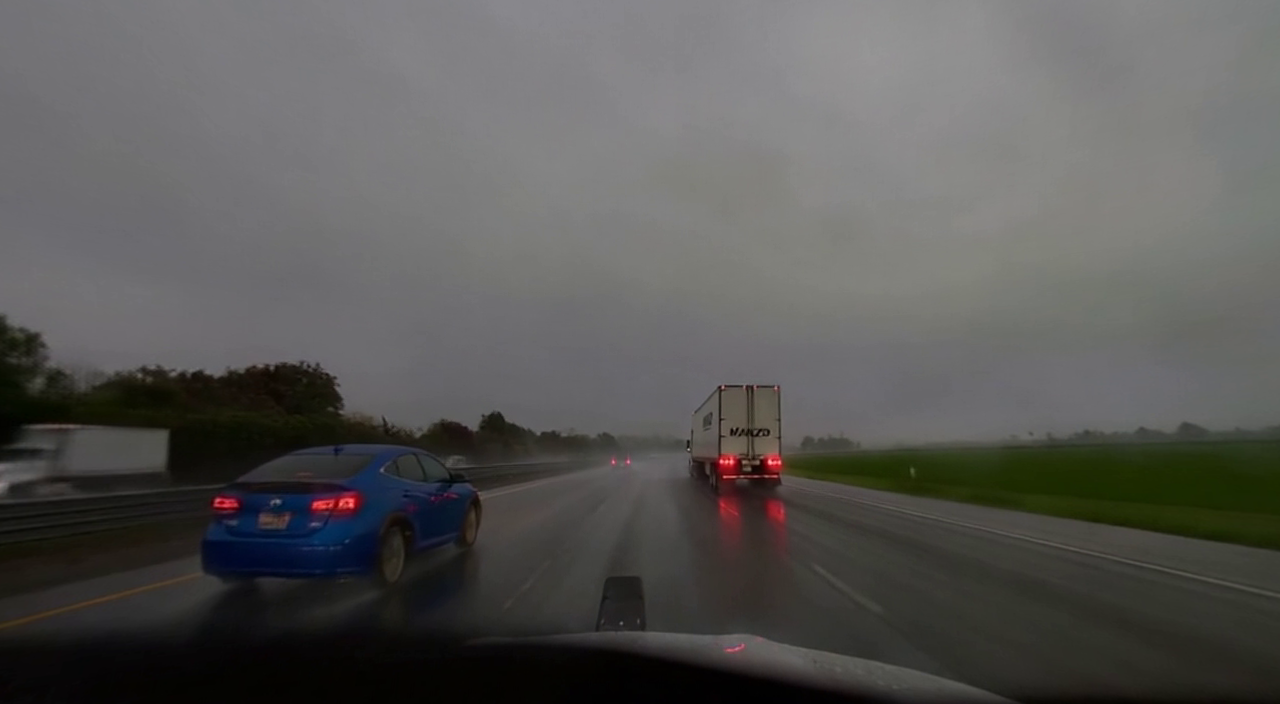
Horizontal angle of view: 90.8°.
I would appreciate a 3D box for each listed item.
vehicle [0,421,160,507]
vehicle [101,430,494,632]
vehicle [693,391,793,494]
[{"bbox_3d":[-22.193,4.383,24.322,2.480,2.774,6.349,-4,-10,-1],"label":"vehicle"},{"bbox_3d":[-3.155,1.728,7.093,1.945,1.537,4.294,0,-9,1],"label":"vehicle"},{"bbox_3d":[4.592,4.639,31.701,2.832,4.034,13.924,0,-9,1],"label":"vehicle"}]
